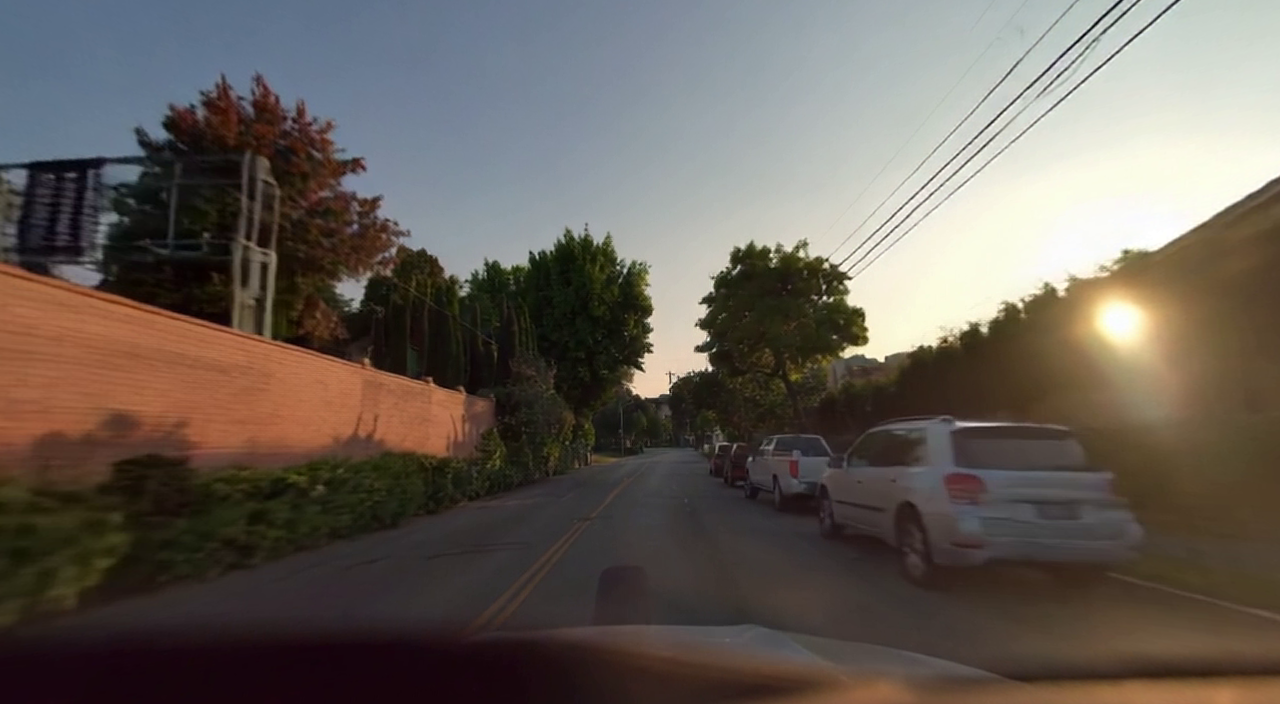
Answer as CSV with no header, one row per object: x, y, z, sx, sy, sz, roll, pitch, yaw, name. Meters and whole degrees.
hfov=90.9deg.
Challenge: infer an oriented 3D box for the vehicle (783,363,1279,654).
3.599,1.539,7.518,2.518,1.943,6.415,0,-9,2,vehicle
